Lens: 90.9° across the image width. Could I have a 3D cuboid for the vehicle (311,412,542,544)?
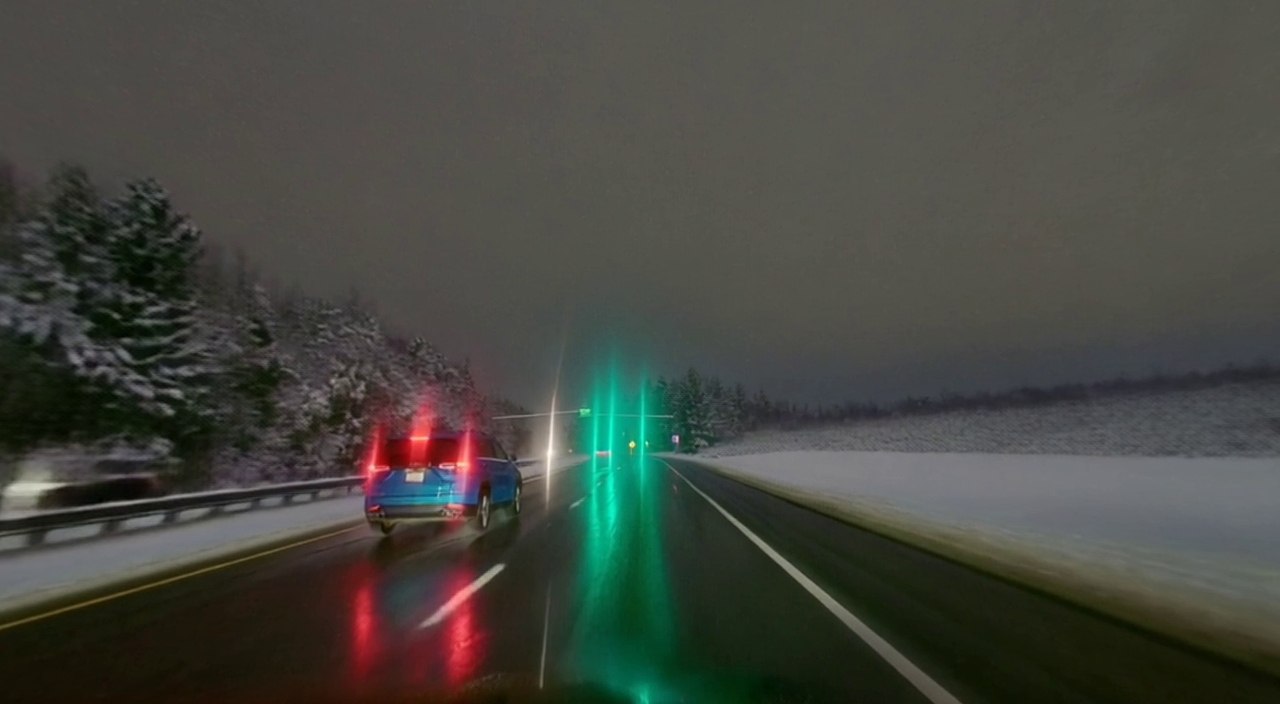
[{"bbox_3d":[-3.426,2.153,11.510,2.336,1.857,4.986,0,-8,2],"label":"vehicle"}]
